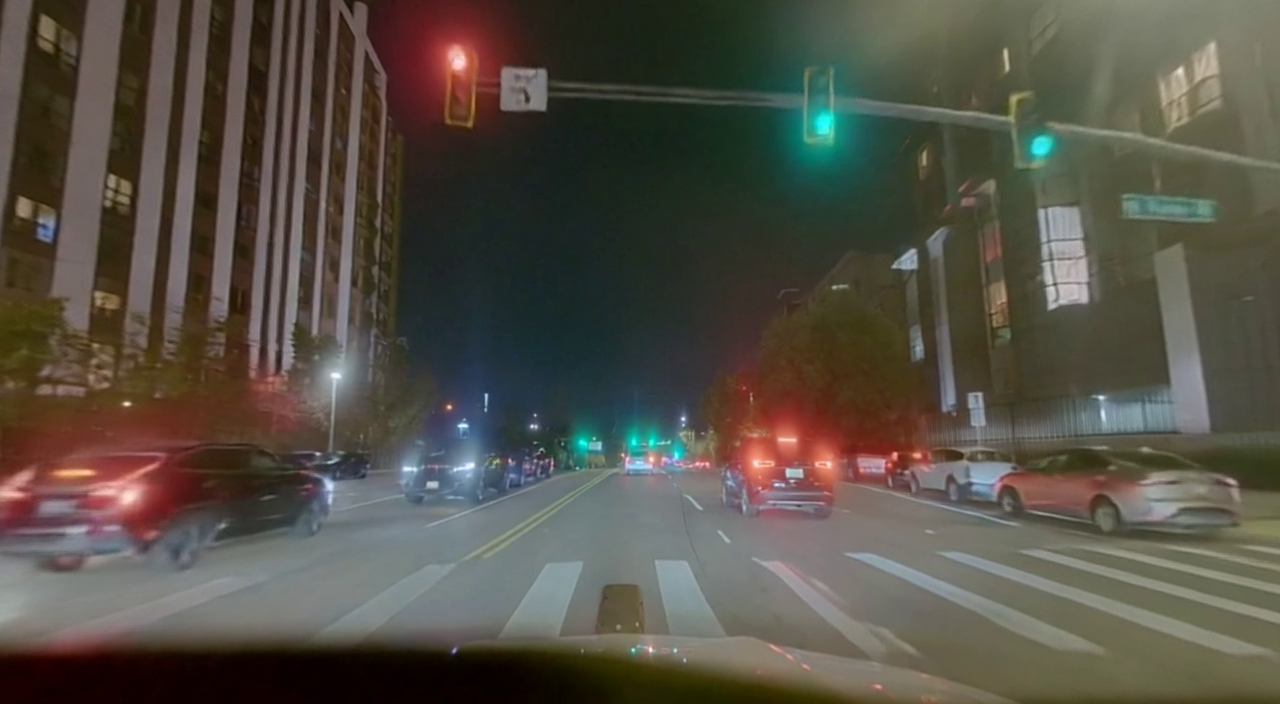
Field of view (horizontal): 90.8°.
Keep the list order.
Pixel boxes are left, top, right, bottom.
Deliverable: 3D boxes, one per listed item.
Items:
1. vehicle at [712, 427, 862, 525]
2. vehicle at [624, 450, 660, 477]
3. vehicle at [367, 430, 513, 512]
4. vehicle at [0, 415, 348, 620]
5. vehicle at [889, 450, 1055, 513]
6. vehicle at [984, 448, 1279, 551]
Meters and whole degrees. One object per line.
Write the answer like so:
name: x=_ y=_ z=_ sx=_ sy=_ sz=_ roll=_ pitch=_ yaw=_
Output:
vehicle: x=3.088 y=2.715 z=14.482 sx=2.129 sy=1.844 sz=4.767 roll=0 pitch=-8 yaw=-2
vehicle: x=0.075 y=6.833 z=38.971 sx=2.059 sy=1.492 sz=4.033 roll=0 pitch=-8 yaw=-2
vehicle: x=-4.995 y=3.049 z=16.729 sx=2.275 sy=1.816 sz=4.923 roll=0 pitch=-8 yaw=-1
vehicle: x=-5.514 y=1.672 z=7.267 sx=2.062 sy=1.532 sz=4.830 roll=-2 pitch=-9 yaw=0
vehicle: x=8.976 y=3.507 z=17.692 sx=1.953 sy=1.455 sz=4.883 roll=0 pitch=-8 yaw=-1
vehicle: x=9.068 y=2.640 z=12.238 sx=1.962 sy=1.542 sz=4.999 roll=0 pitch=-8 yaw=0
